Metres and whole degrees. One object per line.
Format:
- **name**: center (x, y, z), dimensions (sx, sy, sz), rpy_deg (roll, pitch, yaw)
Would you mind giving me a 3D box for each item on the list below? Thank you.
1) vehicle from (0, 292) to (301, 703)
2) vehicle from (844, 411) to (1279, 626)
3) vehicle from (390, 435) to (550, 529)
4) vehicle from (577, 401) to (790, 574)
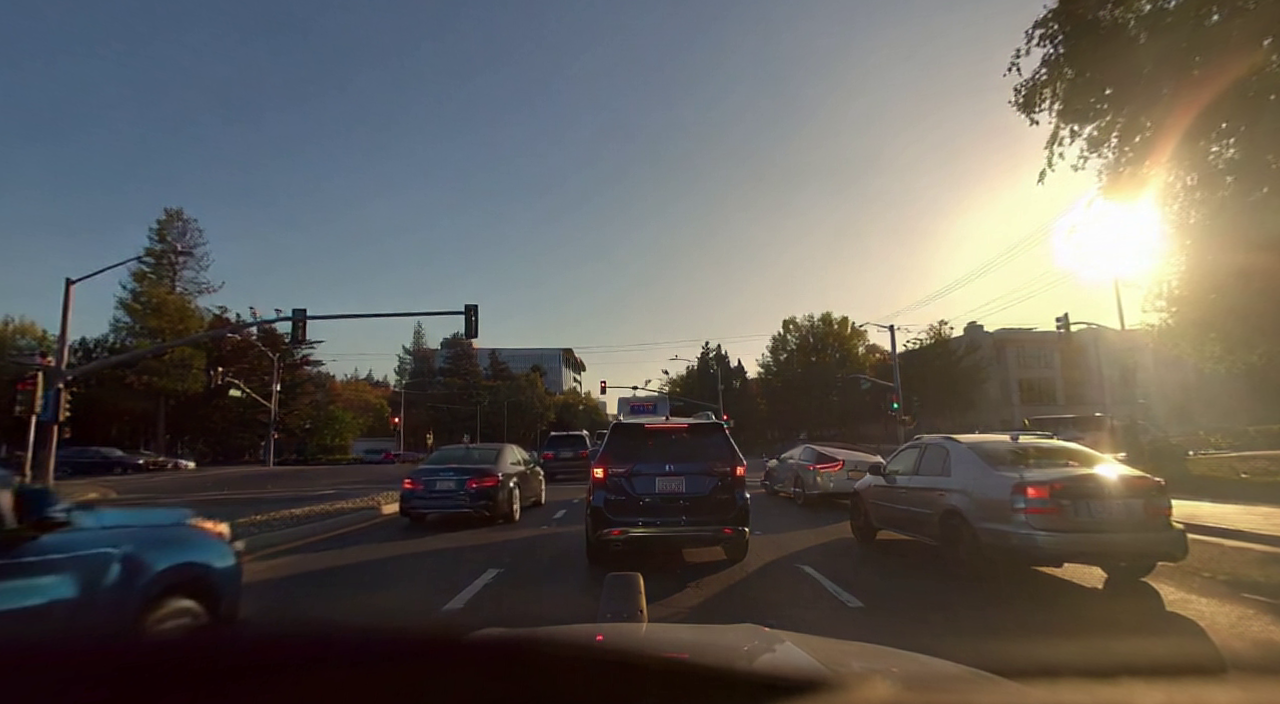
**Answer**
- **vehicle**: center (-3.112, 0.610, 1.305), dimensions (2.054, 1.814, 4.941), rpy_deg (0, -8, 0)
- **vehicle**: center (3.911, 1.545, 6.803), dimensions (1.954, 1.592, 3.992), rpy_deg (0, -8, -2)
- **vehicle**: center (-3.026, 2.402, 12.273), dimensions (1.876, 1.497, 4.308), rpy_deg (0, -8, 1)
- **vehicle**: center (0.436, 1.717, 8.715), dimensions (2.172, 1.764, 4.338), rpy_deg (0, -8, 0)
